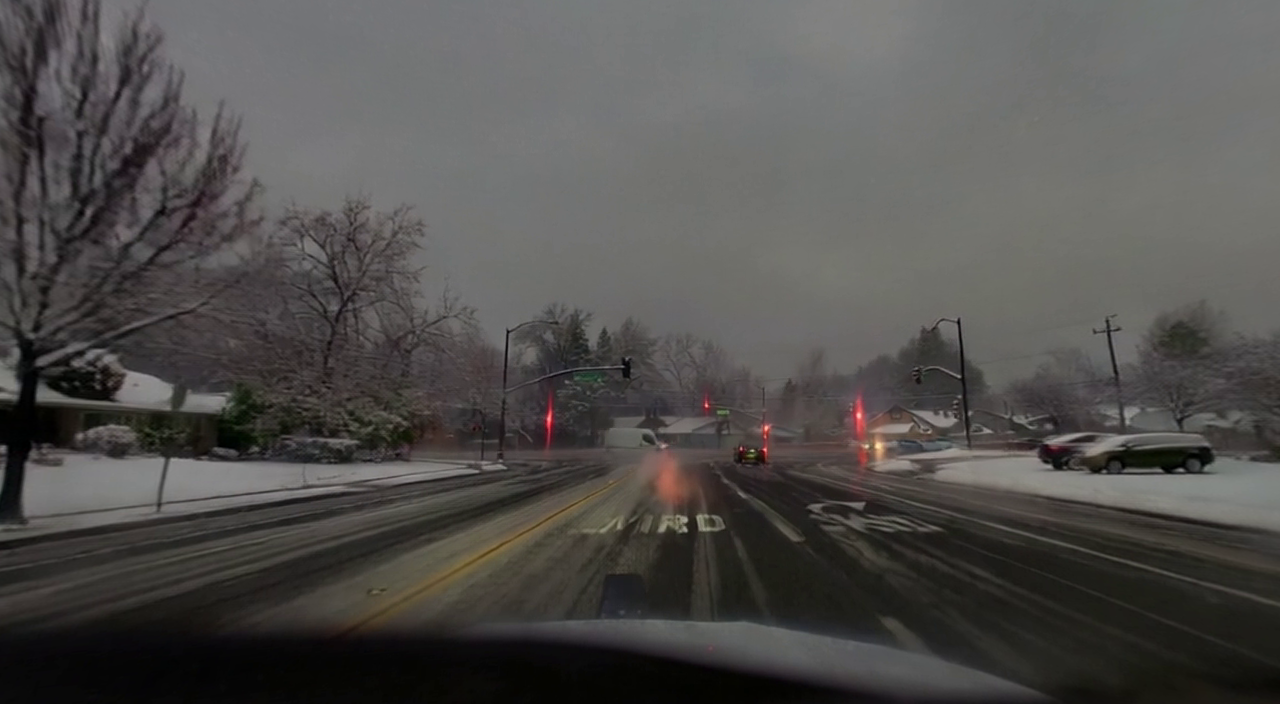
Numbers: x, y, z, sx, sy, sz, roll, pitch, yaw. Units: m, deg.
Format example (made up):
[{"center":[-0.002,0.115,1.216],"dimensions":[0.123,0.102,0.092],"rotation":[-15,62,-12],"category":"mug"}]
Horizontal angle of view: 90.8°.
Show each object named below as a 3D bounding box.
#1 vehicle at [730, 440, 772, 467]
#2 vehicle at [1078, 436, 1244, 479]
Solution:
[{"center":[6.474,5.958,37.214],"dimensions":[1.947,1.485,4.336],"rotation":[-1,-8,4],"category":"vehicle"},{"center":[18.356,3.728,22.451],"dimensions":[4.104,1.449,1.896],"rotation":[-1,-8,3],"category":"vehicle"}]
